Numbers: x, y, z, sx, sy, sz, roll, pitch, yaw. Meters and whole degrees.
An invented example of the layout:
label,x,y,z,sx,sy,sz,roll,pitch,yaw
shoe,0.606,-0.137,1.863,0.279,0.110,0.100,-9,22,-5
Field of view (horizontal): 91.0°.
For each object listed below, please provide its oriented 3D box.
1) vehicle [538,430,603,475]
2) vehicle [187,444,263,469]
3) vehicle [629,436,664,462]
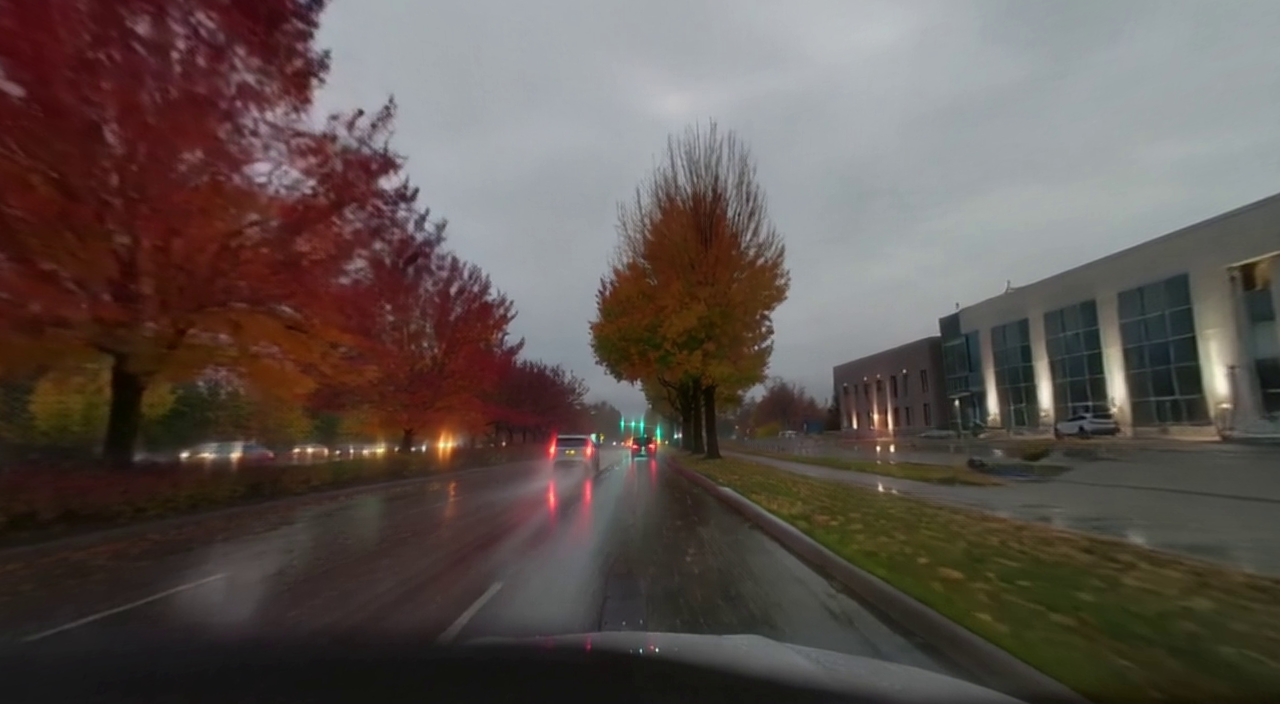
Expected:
label,x,y,z,sx,sy,sz,roll,pitch,yaw
vehicle,-2.836,4.233,26.747,2.197,1.709,4.069,0,-8,2
vehicle,-27.769,6.976,42.292,1.834,1.473,4.642,0,-8,1
vehicle,0.363,5.983,38.993,2.040,1.493,3.682,0,-8,0
